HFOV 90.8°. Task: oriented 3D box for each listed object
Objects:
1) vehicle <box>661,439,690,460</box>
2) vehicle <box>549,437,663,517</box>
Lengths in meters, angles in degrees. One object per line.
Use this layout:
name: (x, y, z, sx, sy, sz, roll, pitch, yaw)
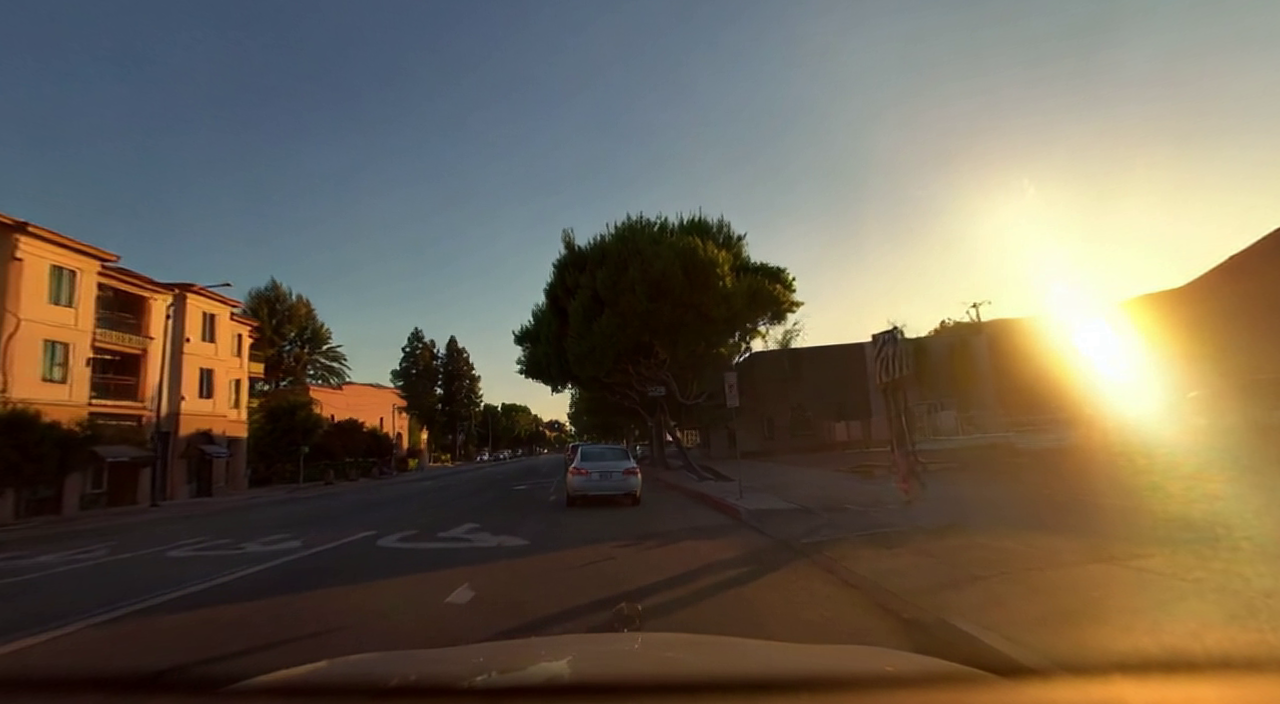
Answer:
vehicle: (2.594, 7.266, 46.999, 1.972, 1.484, 3.974, 0, -9, 0)
vehicle: (-0.752, 2.669, 14.054, 2.116, 1.479, 4.358, 0, -9, -3)
